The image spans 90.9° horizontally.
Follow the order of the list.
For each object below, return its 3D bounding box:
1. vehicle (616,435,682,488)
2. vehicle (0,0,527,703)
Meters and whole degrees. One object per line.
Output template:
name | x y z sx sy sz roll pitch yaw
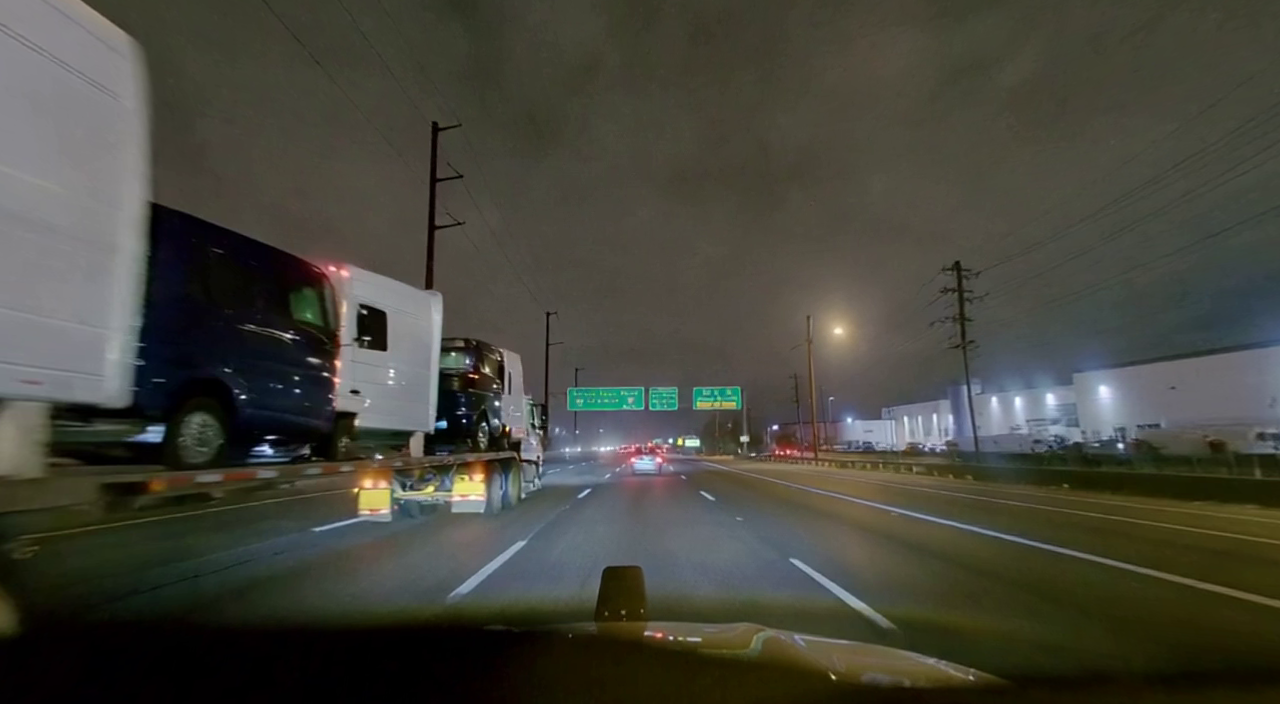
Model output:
vehicle | 0.301 4.177 24.510 2.279 1.837 4.747 0 -8 0
vehicle | -3.925 -0.033 4.728 2.888 4.308 16.259 0 -8 1
